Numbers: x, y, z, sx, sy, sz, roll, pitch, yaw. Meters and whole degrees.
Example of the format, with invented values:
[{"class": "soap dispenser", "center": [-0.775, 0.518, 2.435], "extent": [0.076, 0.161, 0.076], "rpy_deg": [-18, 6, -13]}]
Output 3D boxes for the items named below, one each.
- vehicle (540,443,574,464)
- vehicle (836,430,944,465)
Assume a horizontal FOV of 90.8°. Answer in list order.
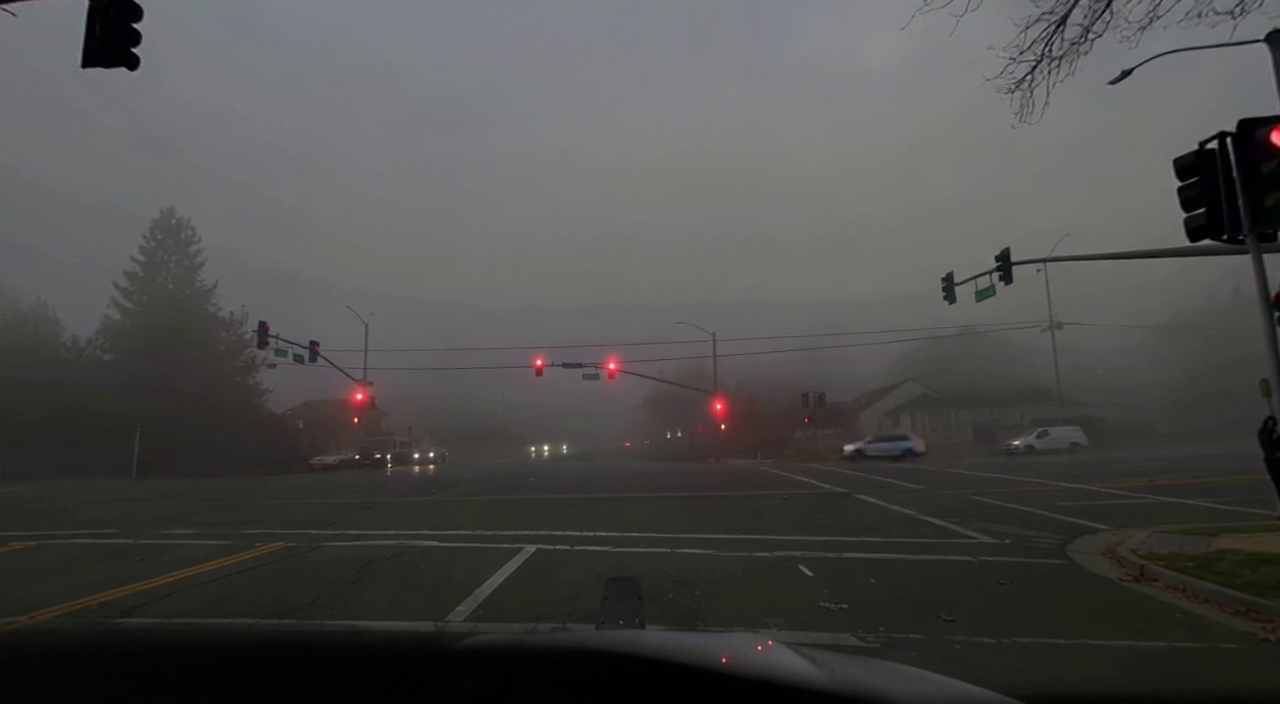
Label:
[{"class": "vehicle", "center": [-6.129, 7.522, 47.048], "extent": [1.936, 1.444, 4.168], "rpy_deg": [0, -8, 0]}, {"class": "vehicle", "center": [12.798, 4.948, 32.614], "extent": [4.706, 1.710, 1.932], "rpy_deg": [-1, -8, 5]}]
